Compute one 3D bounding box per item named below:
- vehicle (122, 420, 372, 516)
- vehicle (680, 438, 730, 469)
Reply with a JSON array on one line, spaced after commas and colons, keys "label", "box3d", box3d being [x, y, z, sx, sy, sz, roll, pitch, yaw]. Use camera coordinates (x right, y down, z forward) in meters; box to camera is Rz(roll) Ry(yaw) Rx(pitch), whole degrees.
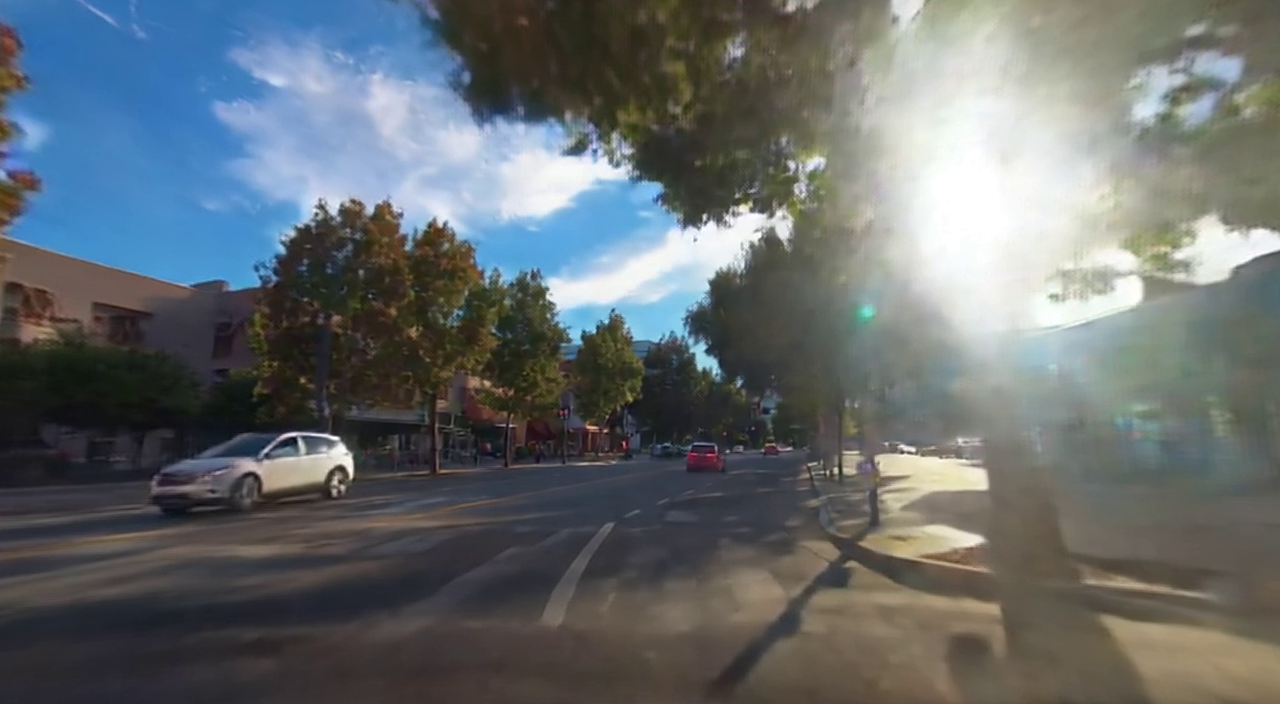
[{"label": "vehicle", "box3d": [-8.072, 2.420, 13.653, 2.017, 1.684, 4.483, -2, -9, 10]}, {"label": "vehicle", "box3d": [3.888, 5.921, 37.071, 2.101, 1.721, 4.364, -3, -9, 17]}]
